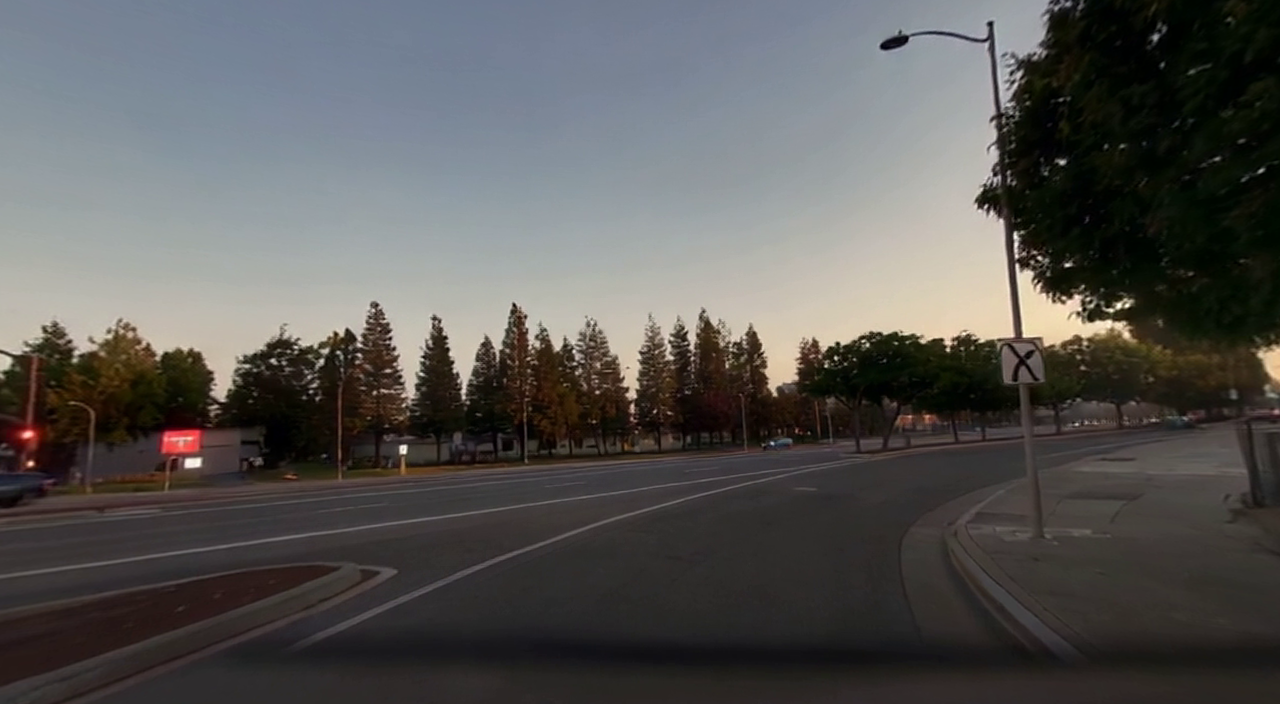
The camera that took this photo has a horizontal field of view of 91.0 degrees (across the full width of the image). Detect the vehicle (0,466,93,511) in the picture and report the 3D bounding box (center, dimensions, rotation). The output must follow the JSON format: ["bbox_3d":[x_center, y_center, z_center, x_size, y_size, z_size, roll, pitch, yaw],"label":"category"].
[{"bbox_3d":[-22.606,4.829,22.220,1.811,1.444,4.527,-7,-10,36],"label":"vehicle"}]
